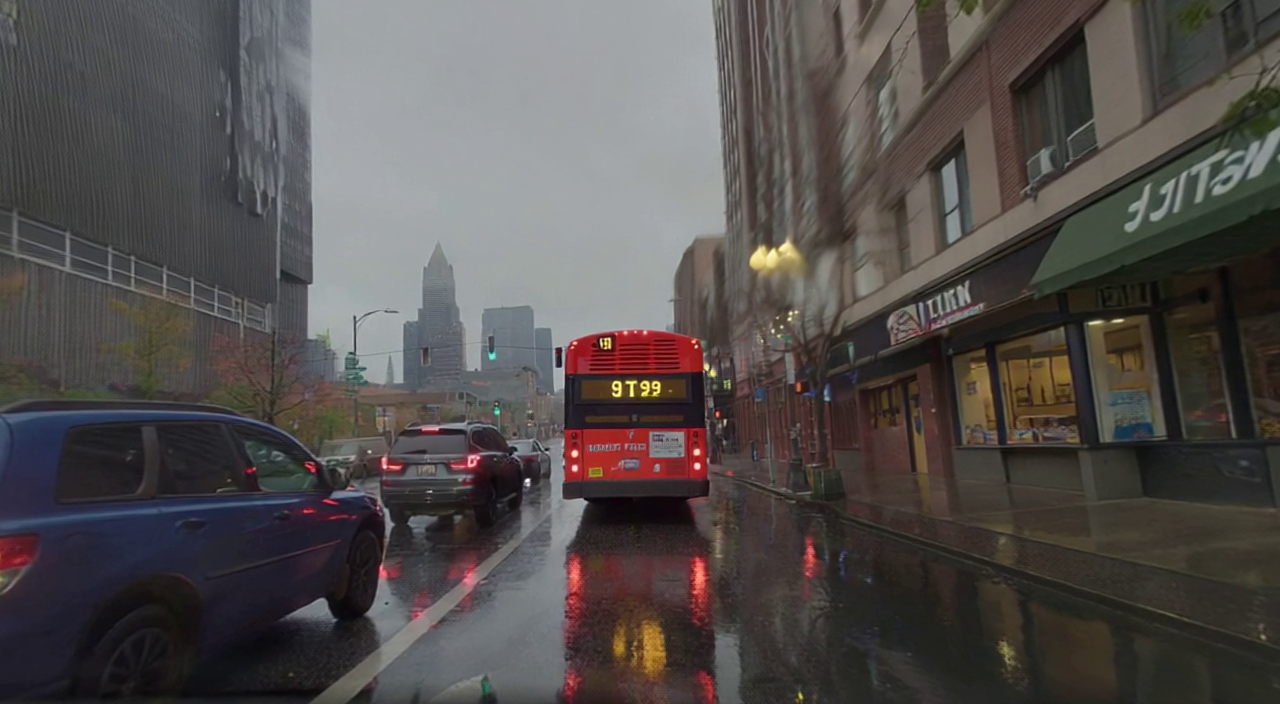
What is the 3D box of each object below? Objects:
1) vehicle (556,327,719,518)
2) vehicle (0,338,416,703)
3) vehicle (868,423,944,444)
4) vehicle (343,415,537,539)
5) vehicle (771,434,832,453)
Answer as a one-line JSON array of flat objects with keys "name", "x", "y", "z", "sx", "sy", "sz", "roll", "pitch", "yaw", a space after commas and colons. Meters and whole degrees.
[{"name": "vehicle", "x": -0.301, "y": 2.001, "z": 16.540, "sx": 2.938, "sy": 3.468, "sz": 9.972, "roll": 0, "pitch": -8, "yaw": -3}, {"name": "vehicle", "x": -3.219, "y": 1.094, "z": 3.968, "sx": 2.020, "sy": 1.725, "sz": 4.384, "roll": 0, "pitch": -8, "yaw": 0}, {"name": "vehicle", "x": 19.819, "y": 6.117, "z": 47.207, "sx": 4.827, "sy": 1.555, "sz": 1.863, "roll": 1, "pitch": -9, "yaw": -6}, {"name": "vehicle", "x": -3.352, "y": 2.206, "z": 11.781, "sx": 2.096, "sy": 1.828, "sz": 4.669, "roll": 0, "pitch": -8, "yaw": 0}, {"name": "vehicle", "x": 11.904, "y": 6.741, "z": 46.659, "sx": 3.949, "sy": 1.337, "sz": 1.738, "roll": 0, "pitch": -9, "yaw": -3}]
